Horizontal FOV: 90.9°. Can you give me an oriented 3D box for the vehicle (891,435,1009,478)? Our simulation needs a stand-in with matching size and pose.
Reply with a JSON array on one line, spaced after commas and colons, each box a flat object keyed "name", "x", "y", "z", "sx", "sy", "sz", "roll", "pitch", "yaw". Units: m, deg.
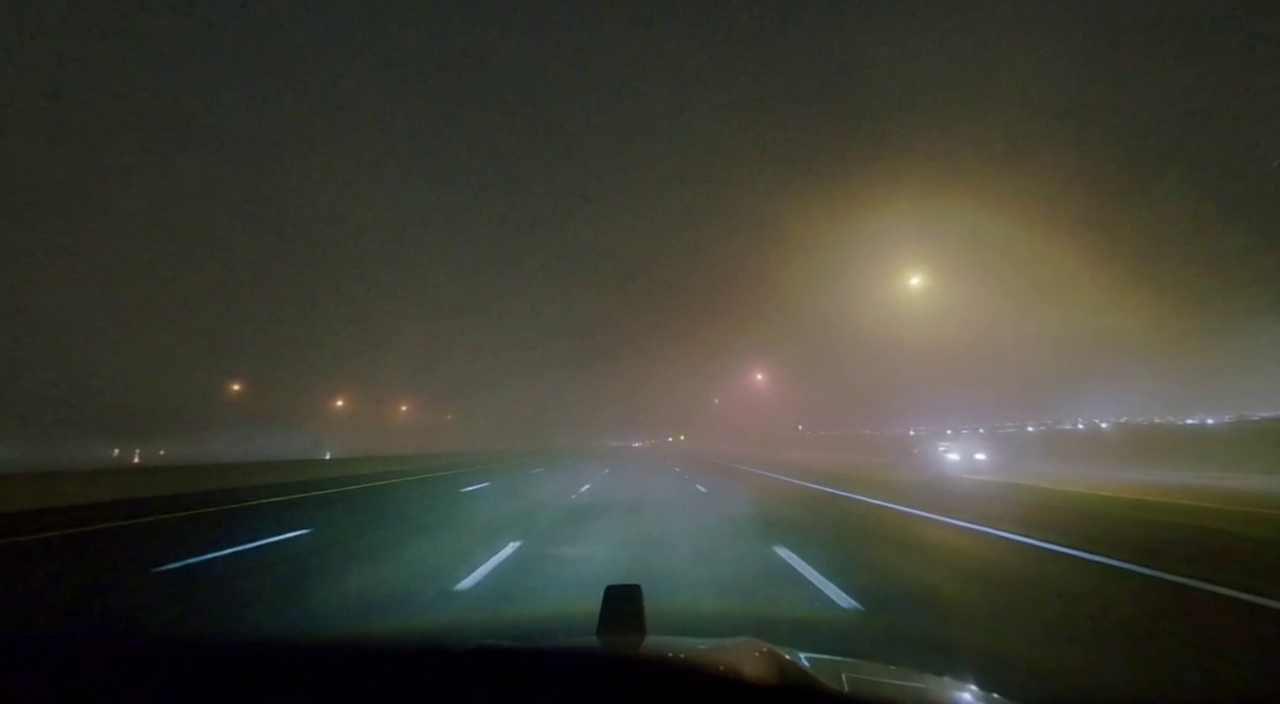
[{"name": "vehicle", "x": 12.045, "y": 4.100, "z": 25.018, "sx": 1.977, "sy": 1.528, "sz": 5.111, "roll": 0, "pitch": -8, "yaw": -1}]
